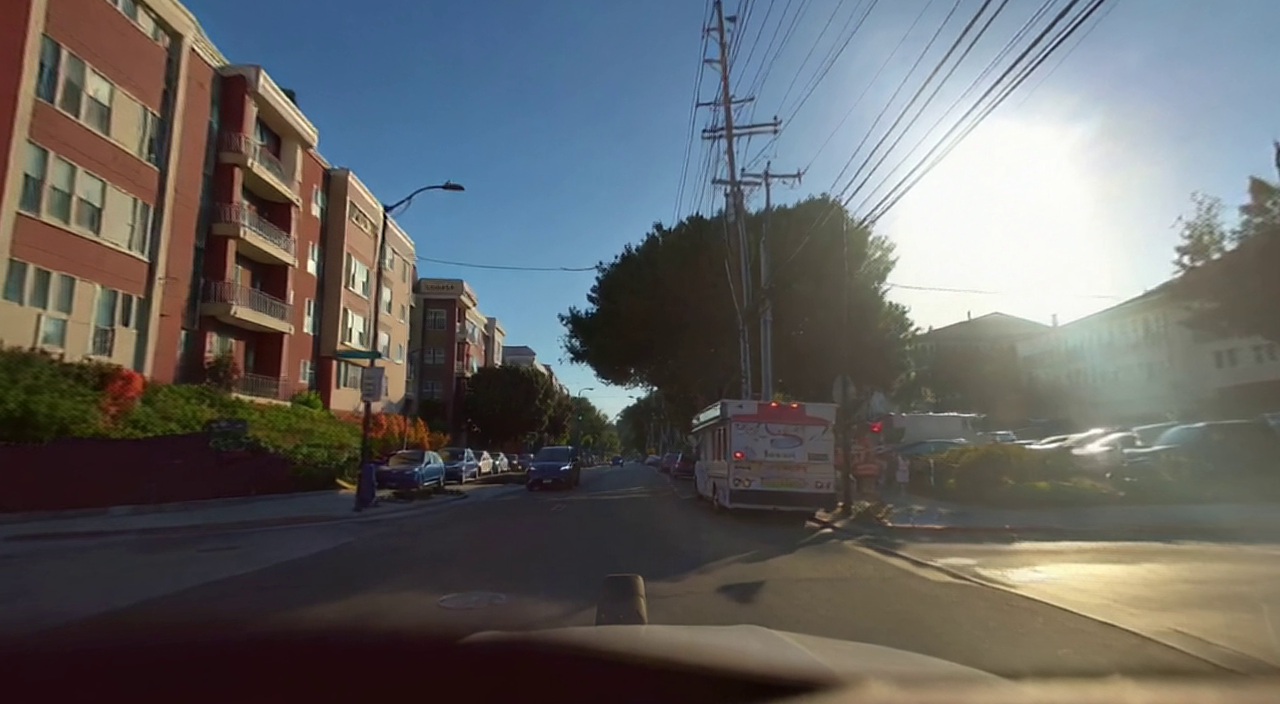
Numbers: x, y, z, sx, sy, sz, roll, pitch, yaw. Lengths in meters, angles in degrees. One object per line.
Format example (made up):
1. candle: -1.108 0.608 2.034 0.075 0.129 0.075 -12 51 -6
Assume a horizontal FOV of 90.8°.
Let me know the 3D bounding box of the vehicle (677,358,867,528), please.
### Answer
1. vehicle: 2.822 2.346 16.396 2.886 3.321 7.809 0 -8 -3

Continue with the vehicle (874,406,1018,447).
1. vehicle: 11.227 2.783 23.389 4.396 1.459 1.749 0 -8 -2

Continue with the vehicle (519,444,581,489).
1. vehicle: -3.641 4.678 26.198 1.952 1.708 4.096 0 -8 0

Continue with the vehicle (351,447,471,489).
1. vehicle: -10.783 5.471 30.028 5.093 1.855 2.338 3 -10 -20

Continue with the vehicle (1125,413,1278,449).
1. vehicle: 23.426 3.313 26.474 4.641 1.441 1.745 0 -8 1
